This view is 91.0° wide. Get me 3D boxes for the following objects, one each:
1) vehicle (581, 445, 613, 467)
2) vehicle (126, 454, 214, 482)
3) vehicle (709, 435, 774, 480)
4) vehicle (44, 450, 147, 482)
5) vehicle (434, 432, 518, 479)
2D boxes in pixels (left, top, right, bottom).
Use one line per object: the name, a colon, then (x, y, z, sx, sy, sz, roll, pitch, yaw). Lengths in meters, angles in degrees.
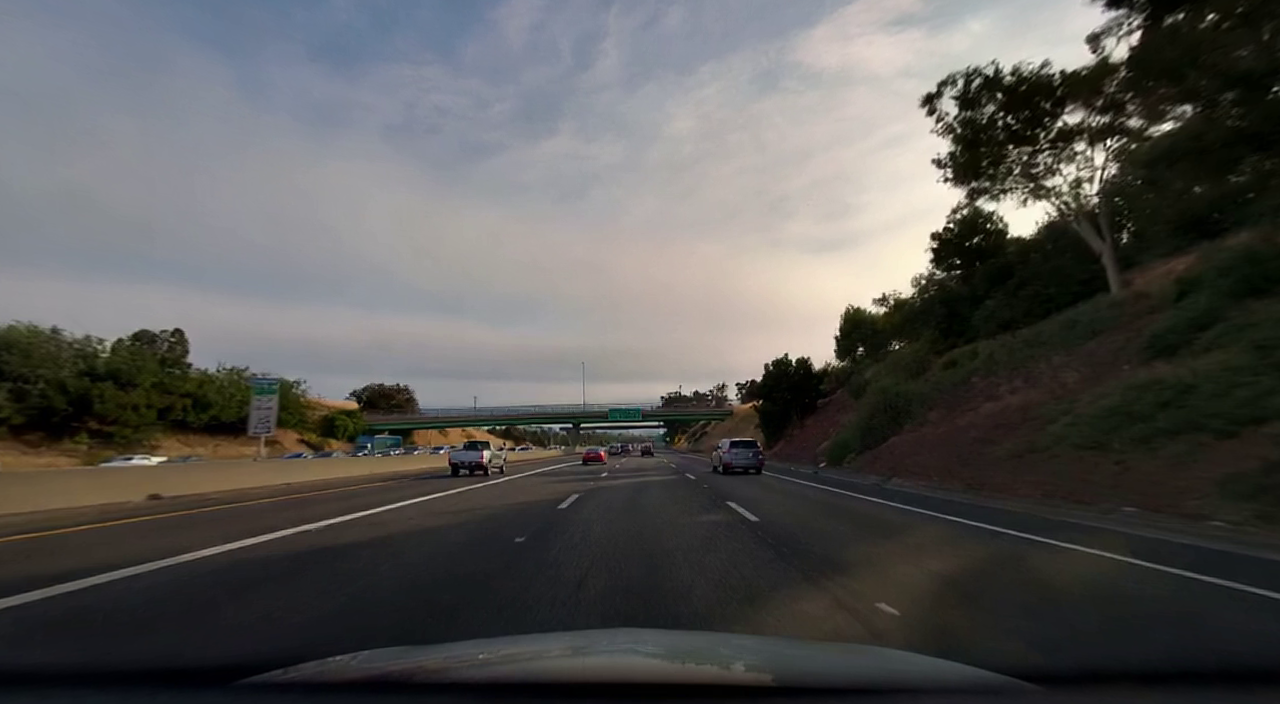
vehicle: (-3.154, 7.722, 47.040, 2.067, 1.528, 4.551, 0, -9, 1)
vehicle: (-28.875, 7.124, 38.897, 1.845, 1.514, 4.682, 0, -9, 0)
vehicle: (4.198, 4.446, 26.715, 1.990, 1.735, 4.276, 0, -9, 0)
vehicle: (-35.100, 7.338, 40.822, 2.034, 1.900, 5.300, 0, -9, -2)
vehicle: (-7.570, 4.853, 29.793, 2.341, 1.959, 5.684, 0, -9, 1)
